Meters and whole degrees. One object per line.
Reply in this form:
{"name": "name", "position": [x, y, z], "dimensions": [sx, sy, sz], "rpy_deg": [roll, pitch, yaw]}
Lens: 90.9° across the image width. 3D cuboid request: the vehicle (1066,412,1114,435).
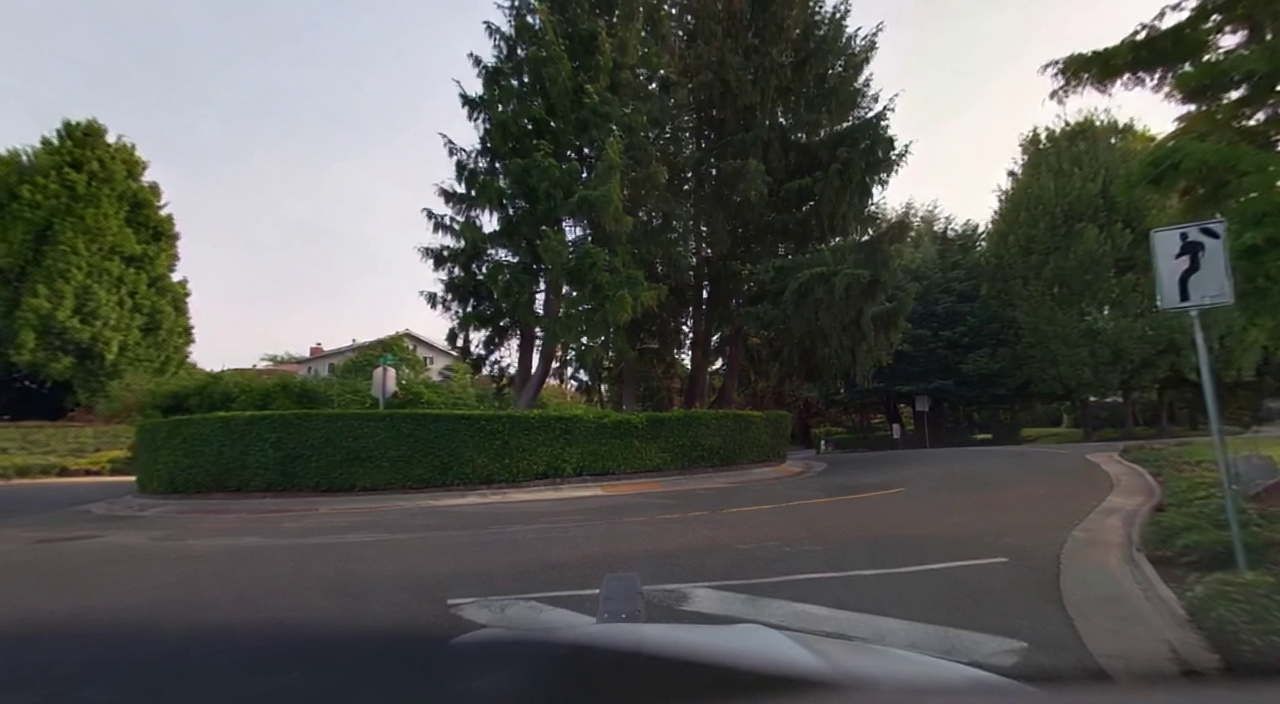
{"name": "vehicle", "position": [32.213, 5.095, 45.222], "dimensions": [1.802, 1.548, 3.501], "rpy_deg": [-3, -6, 20]}
